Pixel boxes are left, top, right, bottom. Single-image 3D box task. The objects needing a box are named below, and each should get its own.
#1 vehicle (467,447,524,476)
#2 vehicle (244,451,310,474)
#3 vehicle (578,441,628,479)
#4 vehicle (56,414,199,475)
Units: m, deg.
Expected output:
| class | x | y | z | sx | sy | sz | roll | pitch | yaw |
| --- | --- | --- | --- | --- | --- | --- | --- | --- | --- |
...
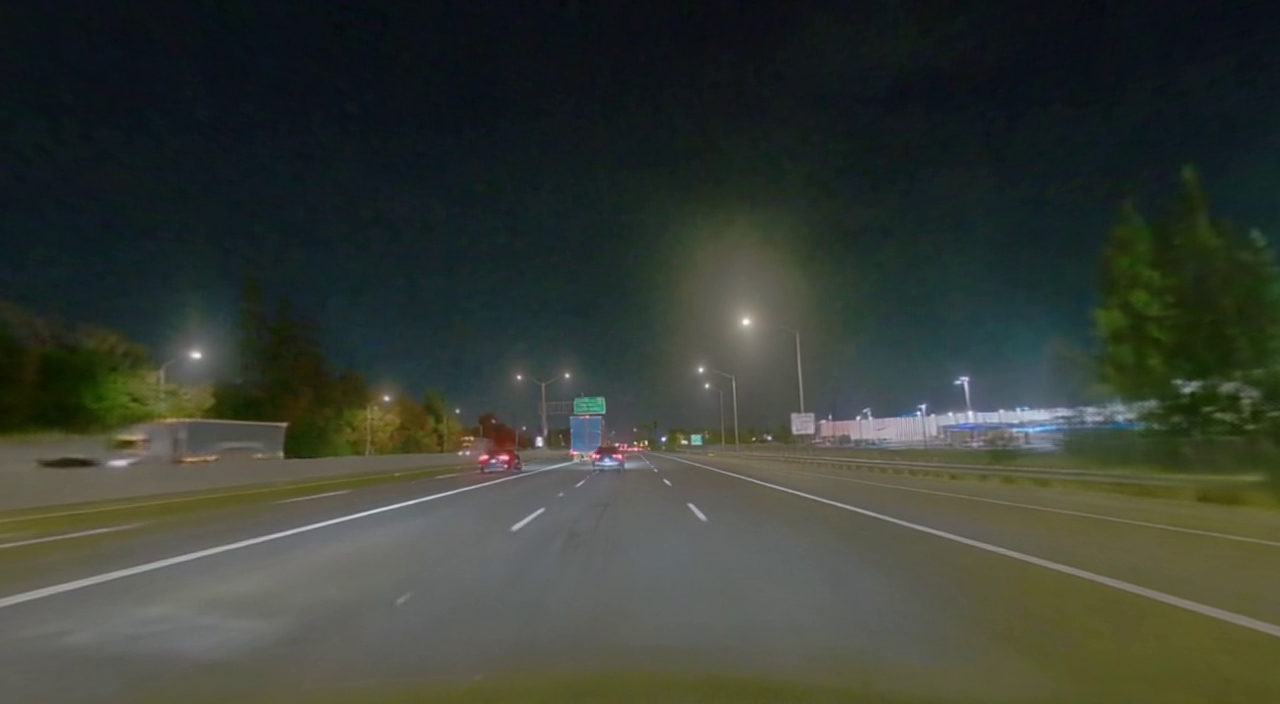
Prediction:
| class | x | y | z | sx | sy | sz | roll | pitch | yaw |
| --- | --- | --- | --- | --- | --- | --- | --- | --- | --- |
| vehicle | -7.761 | 5.890 | 34.283 | 2.026 | 1.477 | 4.467 | 0 | -9 | 0 |
| vehicle | -23.545 | 7.167 | 41.133 | 1.813 | 1.411 | 4.115 | 0 | -9 | 0 |
| vehicle | -1.656 | 5.049 | 29.805 | 2.033 | 1.669 | 4.112 | 0 | -9 | 1 |
| vehicle | -35.248 | 6.455 | 44.012 | 2.998 | 3.834 | 8.114 | 0 | -9 | 0 |
